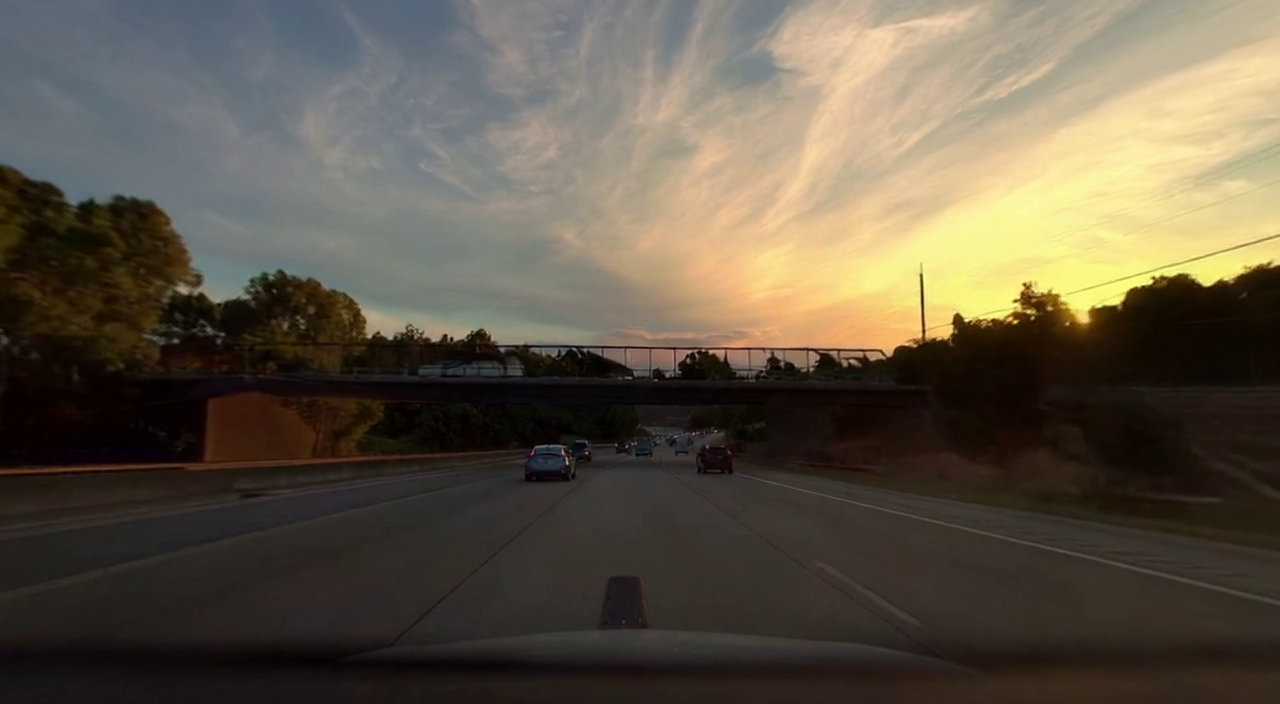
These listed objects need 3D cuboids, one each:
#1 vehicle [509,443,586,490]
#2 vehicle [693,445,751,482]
[{"bbox_3d":[-3.137,4.001,22.273,2.053,1.483,4.185,0,-9,0],"label":"vehicle"},{"bbox_3d":[3.496,4.818,27.535,1.926,1.483,3.528,0,-9,-3],"label":"vehicle"}]
